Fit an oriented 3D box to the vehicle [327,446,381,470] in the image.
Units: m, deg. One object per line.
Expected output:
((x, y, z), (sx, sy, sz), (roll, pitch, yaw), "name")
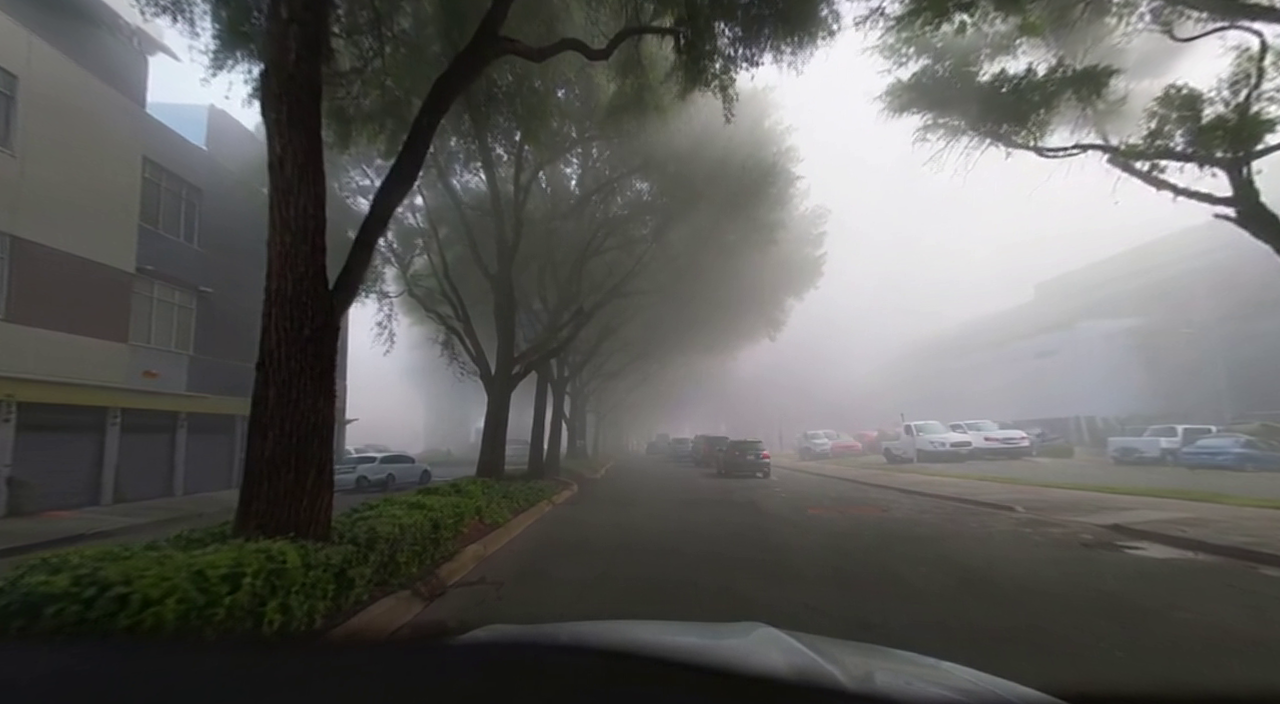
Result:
((-20.139, 7.466, 44.653), (1.880, 1.617, 3.870), (0, -8, 1), "vehicle")

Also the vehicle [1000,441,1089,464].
((26.395, 6.565, 41.268), (4.558, 1.452, 1.790), (0, -8, -1), "vehicle")

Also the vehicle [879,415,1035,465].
((13.680, 3.850, 27.566), (5.540, 2.045, 2.259), (0, -8, -2), "vehicle")

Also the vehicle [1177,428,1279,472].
((26.481, 4.235, 27.308), (4.591, 1.808, 2.016), (0, -9, 0), "vehicle")

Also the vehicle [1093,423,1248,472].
((25.657, 4.610, 30.708), (5.596, 2.168, 2.307), (2, -8, -4), "vehicle")

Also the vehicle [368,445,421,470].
((-17.126, 7.357, 44.286), (1.850, 1.531, 4.256), (0, -8, 4), "vehicle")

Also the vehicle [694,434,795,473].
((5.063, 4.876, 30.430), (4.626, 1.723, 1.939), (5, -10, -33), "vehicle")

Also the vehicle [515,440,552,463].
((-7.784, 7.325, 46.641), (1.993, 1.640, 4.457), (0, -8, -1), "vehicle")

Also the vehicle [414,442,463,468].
((-14.268, 7.293, 44.983), (1.888, 1.657, 4.138), (0, -8, 4), "vehicle")
